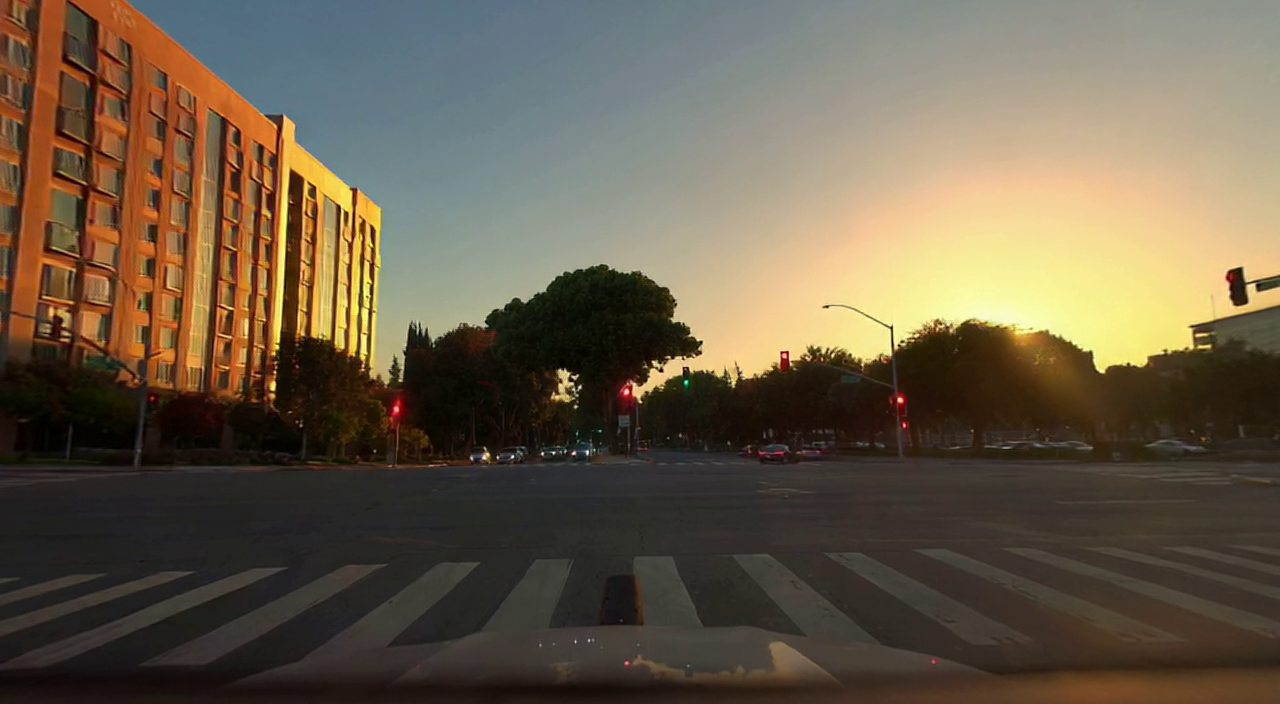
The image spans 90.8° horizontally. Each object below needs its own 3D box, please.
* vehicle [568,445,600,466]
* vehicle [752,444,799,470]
[{"bbox_3d":[-4.346,8.126,49.751,2.130,1.613,4.121,0,-8,0],"label":"vehicle"},{"bbox_3d":[8.113,6.201,37.485,2.043,1.454,4.424,-3,-9,21],"label":"vehicle"}]
